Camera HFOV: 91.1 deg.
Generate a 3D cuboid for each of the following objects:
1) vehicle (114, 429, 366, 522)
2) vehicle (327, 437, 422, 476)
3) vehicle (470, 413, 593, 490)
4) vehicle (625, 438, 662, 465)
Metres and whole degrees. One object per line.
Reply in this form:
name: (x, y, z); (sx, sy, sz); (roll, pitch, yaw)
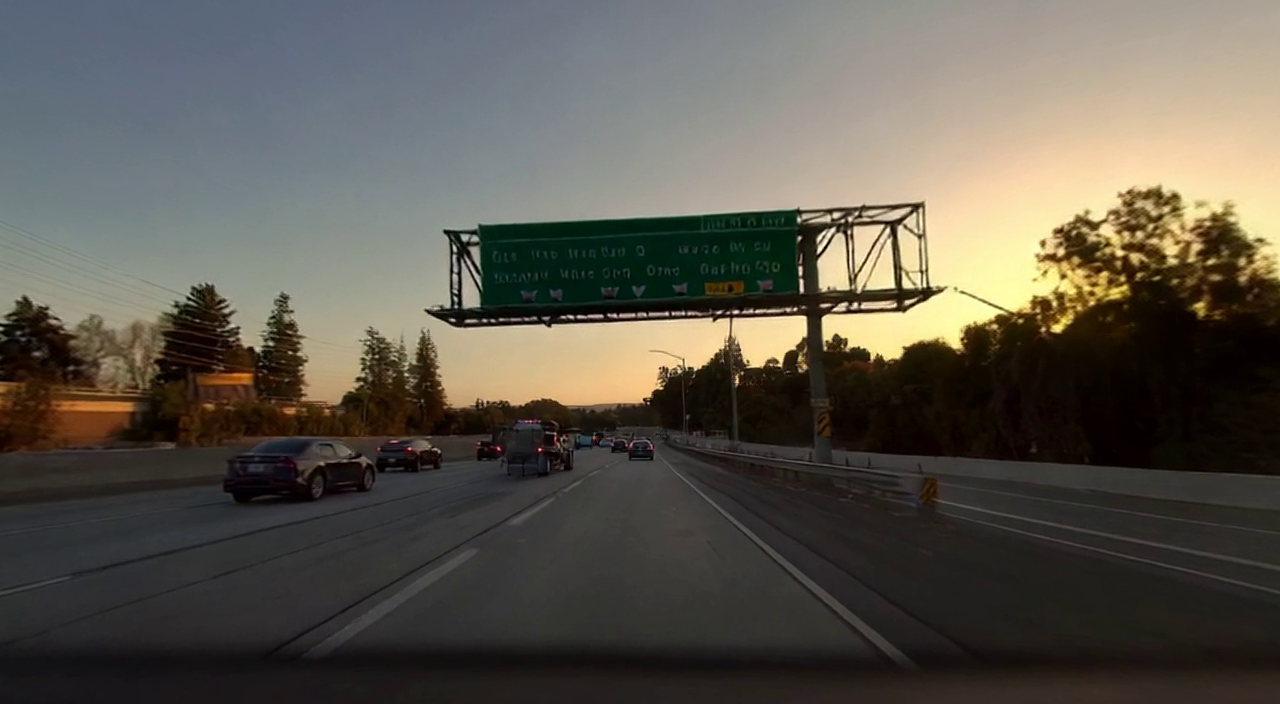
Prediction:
vehicle: (-7.433, 2.315, 12.368); (1.964, 1.481, 4.425); (0, -8, 1)
vehicle: (-10.940, 4.327, 26.307); (1.884, 1.453, 4.579); (0, -8, 1)
vehicle: (-3.204, 3.193, 20.433); (2.815, 2.092, 6.526); (0, -8, 0)
vehicle: (0.243, 5.767, 36.520); (2.013, 1.444, 4.447); (0, -8, 1)
